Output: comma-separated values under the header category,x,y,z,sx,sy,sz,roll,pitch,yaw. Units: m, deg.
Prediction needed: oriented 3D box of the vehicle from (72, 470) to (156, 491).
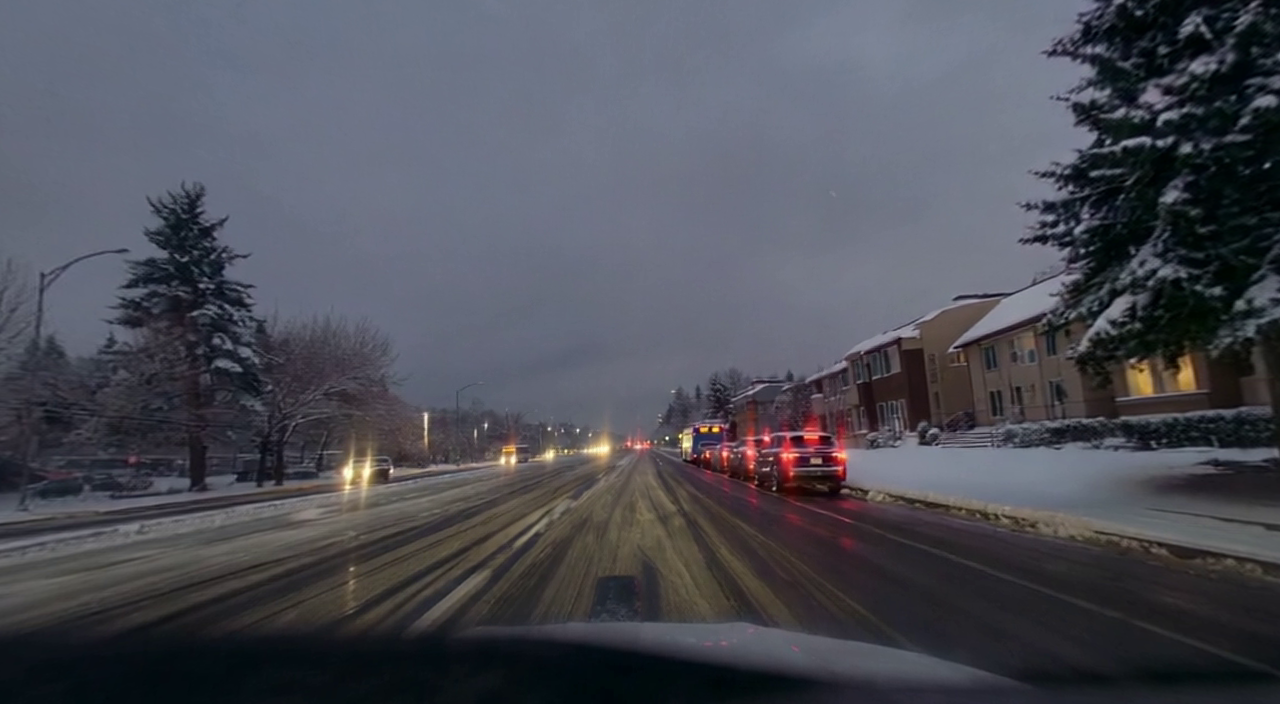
category,x,y,z,sx,sy,sz,roll,pitch,yaw
vehicle,-41.383,10.089,49.793,4.609,1.553,2.129,0,-10,-2

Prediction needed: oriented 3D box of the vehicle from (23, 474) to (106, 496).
category,x,y,z,sx,sy,sz,roll,pitch,yaw
vehicle,-42.218,9.745,46.415,4.357,1.435,1.816,0,-9,2

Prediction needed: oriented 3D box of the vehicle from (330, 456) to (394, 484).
category,x,y,z,sx,sy,sz,roll,pitch,yaw
vehicle,-19.585,8.316,44.781,2.166,1.804,4.897,-1,-8,3

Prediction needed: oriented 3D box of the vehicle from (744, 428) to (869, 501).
category,x,y,z,sx,sy,sz,roll,pitch,yaw
vehicle,4.430,3.069,17.715,2.094,1.731,4.763,0,-8,-1
